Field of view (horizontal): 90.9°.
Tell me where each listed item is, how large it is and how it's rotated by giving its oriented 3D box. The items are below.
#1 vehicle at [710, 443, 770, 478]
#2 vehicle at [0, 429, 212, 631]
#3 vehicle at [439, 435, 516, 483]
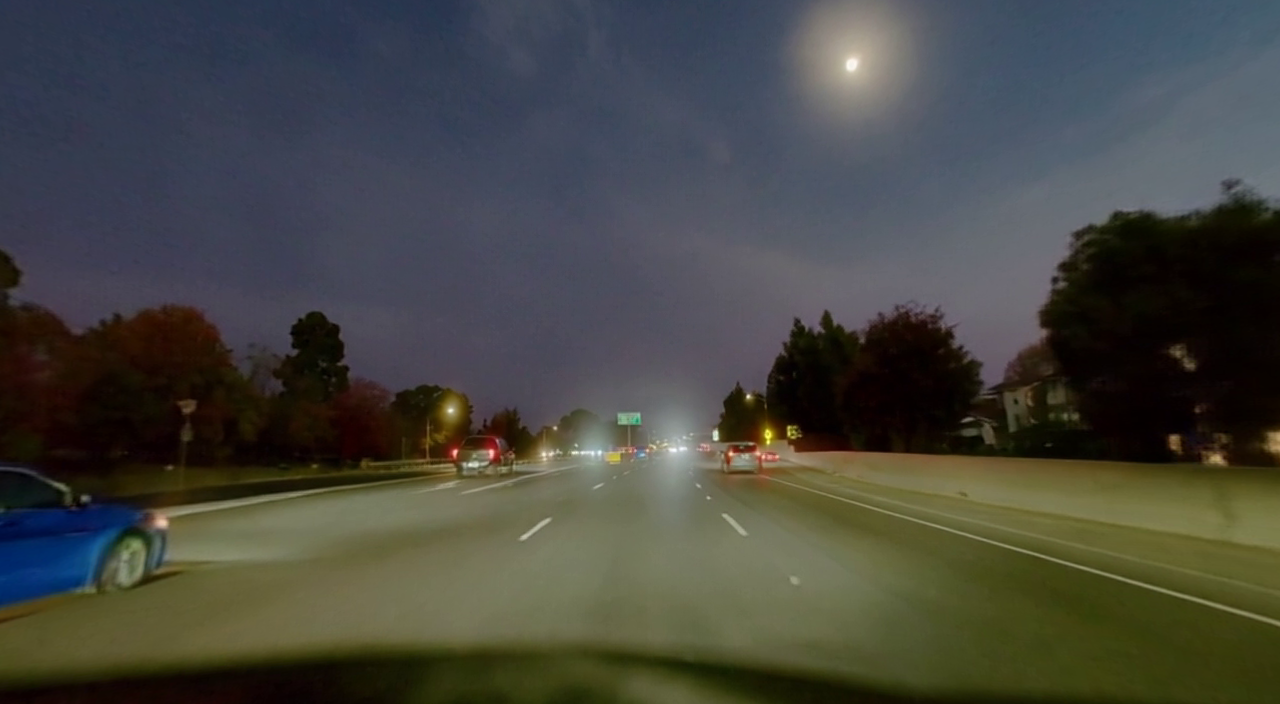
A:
[{"bbox_3d":[4.480,4.918,28.836,2.100,1.472,4.533,0,-8,2],"label":"vehicle"},{"bbox_3d":[-5.694,1.331,4.773,1.948,1.475,4.461,0,-8,-3],"label":"vehicle"},{"bbox_3d":[-6.764,4.525,26.858,2.122,1.847,4.696,0,-8,-2],"label":"vehicle"}]
